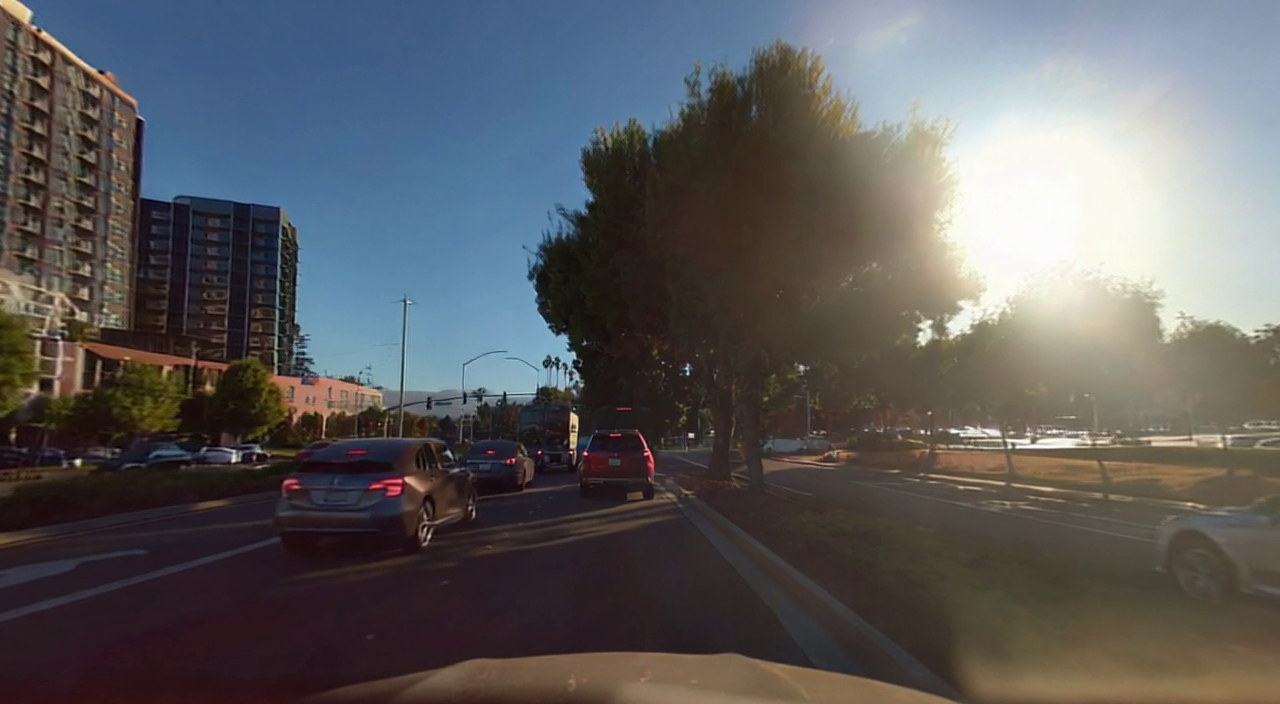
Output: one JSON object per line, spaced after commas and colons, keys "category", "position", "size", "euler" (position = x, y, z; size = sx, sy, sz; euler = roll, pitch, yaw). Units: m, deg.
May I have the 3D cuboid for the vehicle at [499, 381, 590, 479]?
{"category": "vehicle", "position": [-4.192, 3.945, 30.993], "size": [2.918, 3.741, 13.683], "euler": [0, -8, -2]}

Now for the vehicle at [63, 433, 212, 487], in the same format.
{"category": "vehicle", "position": [-19.014, 4.069, 24.244], "size": [2.089, 1.861, 4.615], "euler": [0, -8, -4]}

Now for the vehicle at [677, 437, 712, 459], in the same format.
{"category": "vehicle", "position": [3.955, 7.052, 46.556], "size": [1.967, 1.480, 4.286], "euler": [1, -8, -4]}

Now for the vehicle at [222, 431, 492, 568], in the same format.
{"category": "vehicle", "position": [-3.569, 1.905, 9.029], "size": [1.904, 1.460, 4.300], "euler": [0, -8, -1]}

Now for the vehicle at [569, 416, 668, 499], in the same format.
{"category": "vehicle", "position": [-0.567, 2.734, 16.764], "size": [2.260, 1.872, 4.578], "euler": [0, -8, -2]}

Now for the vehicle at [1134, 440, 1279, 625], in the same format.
{"category": "vehicle", "position": [6.037, 1.249, 3.835], "size": [2.077, 1.424, 4.869], "euler": [0, -8, -1]}
